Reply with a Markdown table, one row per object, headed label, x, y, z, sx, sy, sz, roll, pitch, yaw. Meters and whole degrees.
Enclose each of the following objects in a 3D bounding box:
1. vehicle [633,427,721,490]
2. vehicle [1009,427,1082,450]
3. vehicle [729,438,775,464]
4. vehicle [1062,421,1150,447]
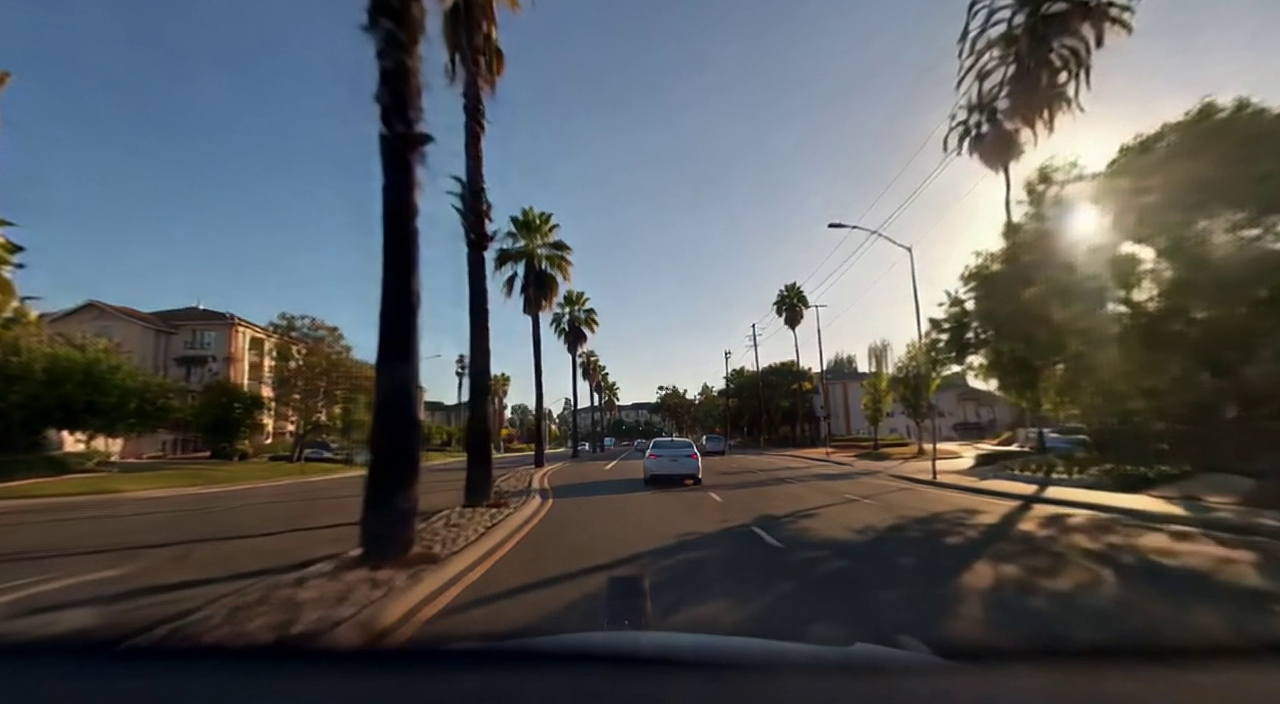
| label | x | y | z | sx | sy | sz | roll | pitch | yaw |
| --- | --- | --- | --- | --- | --- | --- | --- | --- | --- |
| vehicle | 0.978 | 3.208 | 19.252 | 2.289 | 1.679 | 4.180 | 0 | -8 | -2 |
| vehicle | 27.655 | 5.931 | 43.080 | 1.781 | 1.520 | 3.979 | 2 | -9 | -13 |
| vehicle | 6.641 | 5.932 | 37.803 | 1.897 | 1.477 | 4.360 | 0 | -8 | -1 |
| vehicle | 32.753 | 5.829 | 44.484 | 1.946 | 1.740 | 4.813 | 2 | -9 | -10 |
